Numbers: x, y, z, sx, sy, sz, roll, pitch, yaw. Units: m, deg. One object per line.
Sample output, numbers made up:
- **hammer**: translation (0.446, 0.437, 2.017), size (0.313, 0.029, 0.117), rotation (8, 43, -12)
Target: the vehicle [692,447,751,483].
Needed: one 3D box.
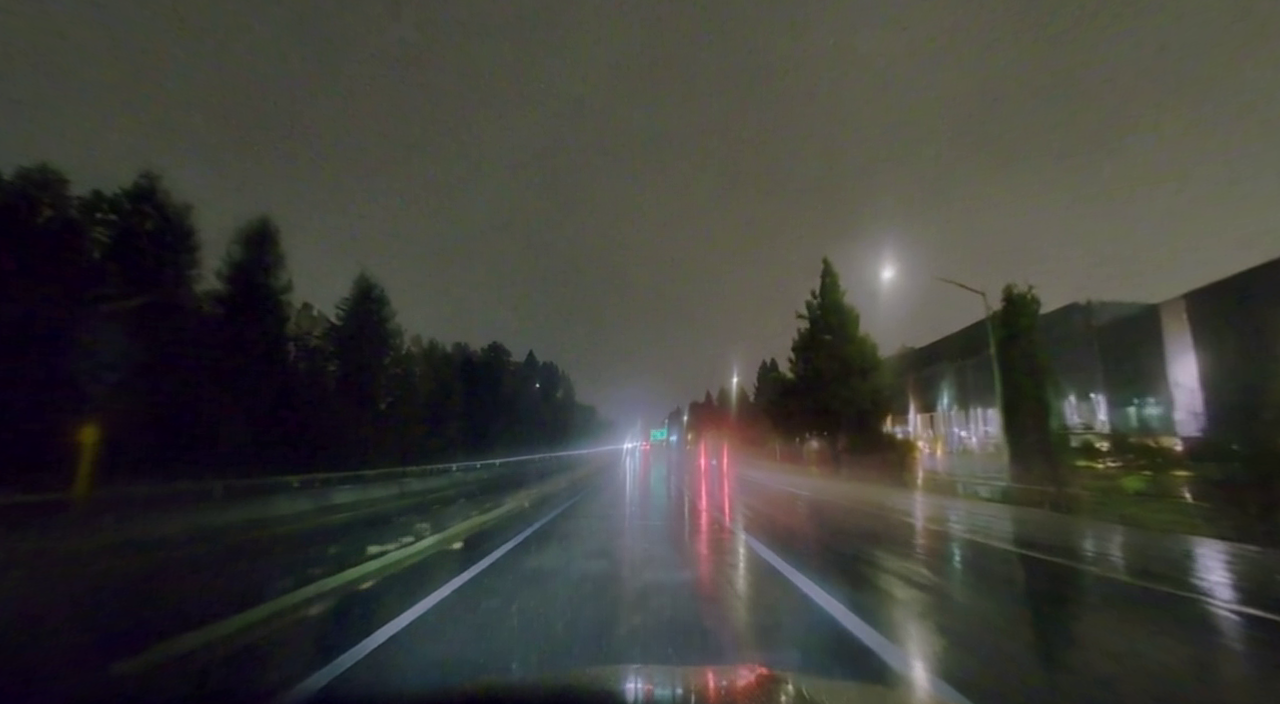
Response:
- **vehicle**: translation (3.630, 5.143, 28.972), size (2.115, 1.522, 4.330), rotation (0, -9, 0)
